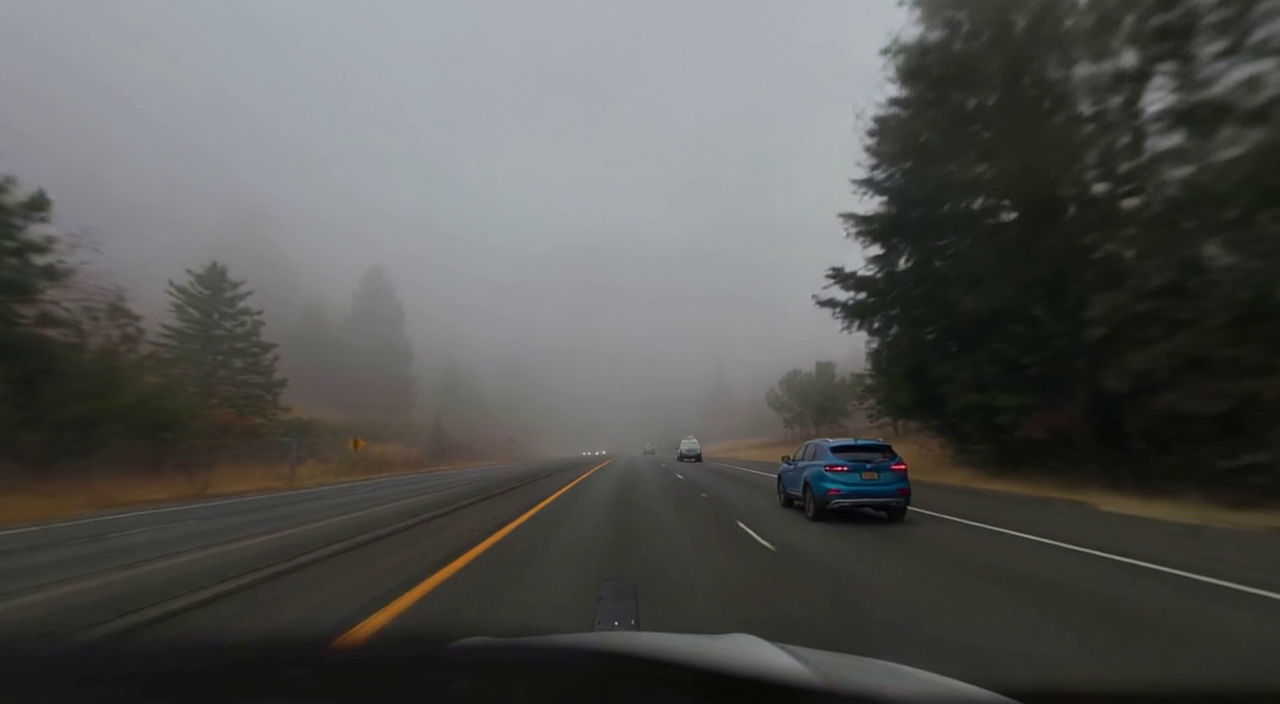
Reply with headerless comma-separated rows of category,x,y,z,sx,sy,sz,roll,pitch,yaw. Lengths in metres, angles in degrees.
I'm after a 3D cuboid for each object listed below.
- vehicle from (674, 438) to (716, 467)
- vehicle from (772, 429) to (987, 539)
vehicle,3.334,6.165,38.722,2.043,1.673,4.016,0,-8,-2
vehicle,3.828,2.162,11.026,1.999,1.501,4.221,0,-8,-2
